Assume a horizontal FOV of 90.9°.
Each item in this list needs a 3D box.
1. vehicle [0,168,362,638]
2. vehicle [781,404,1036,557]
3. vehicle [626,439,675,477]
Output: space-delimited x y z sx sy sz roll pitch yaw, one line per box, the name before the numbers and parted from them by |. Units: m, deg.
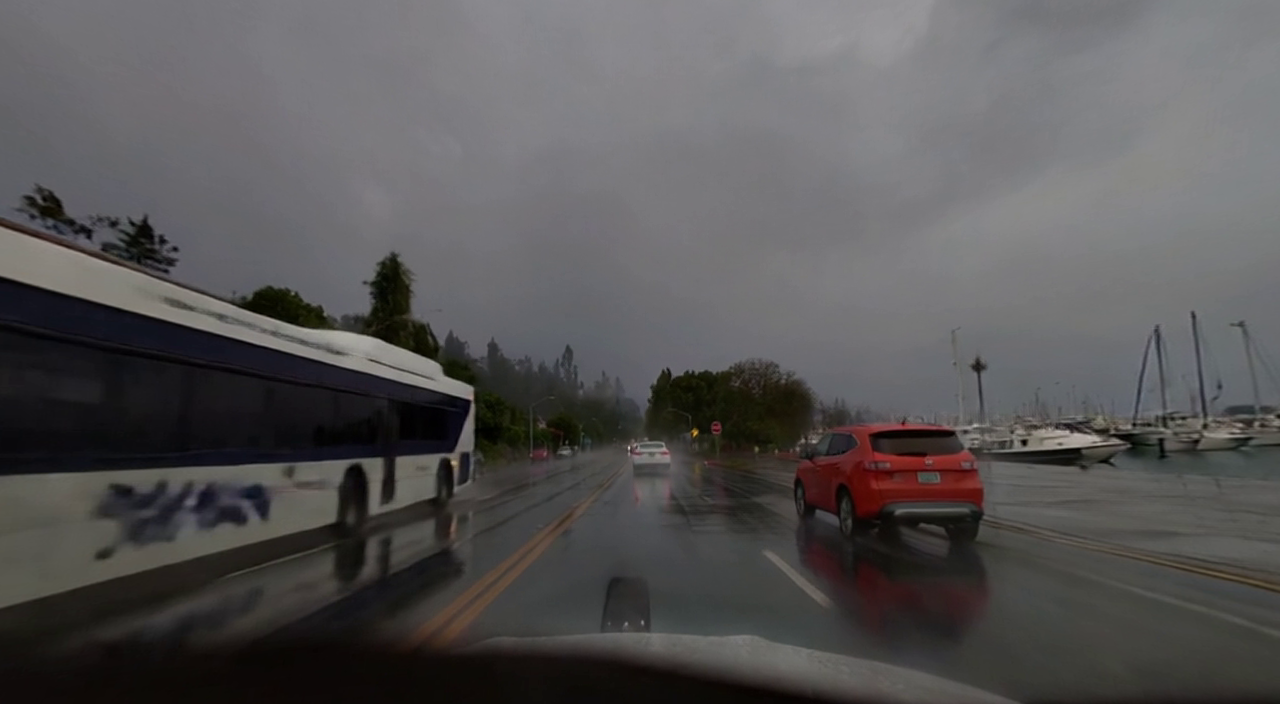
vehicle | -6.372 0.507 5.579 3.102 3.524 9.830 0 -8 1
vehicle | 3.694 1.861 9.771 2.000 1.809 4.405 0 -8 0
vehicle | 0.469 4.908 29.522 2.132 1.632 3.838 0 -8 0
